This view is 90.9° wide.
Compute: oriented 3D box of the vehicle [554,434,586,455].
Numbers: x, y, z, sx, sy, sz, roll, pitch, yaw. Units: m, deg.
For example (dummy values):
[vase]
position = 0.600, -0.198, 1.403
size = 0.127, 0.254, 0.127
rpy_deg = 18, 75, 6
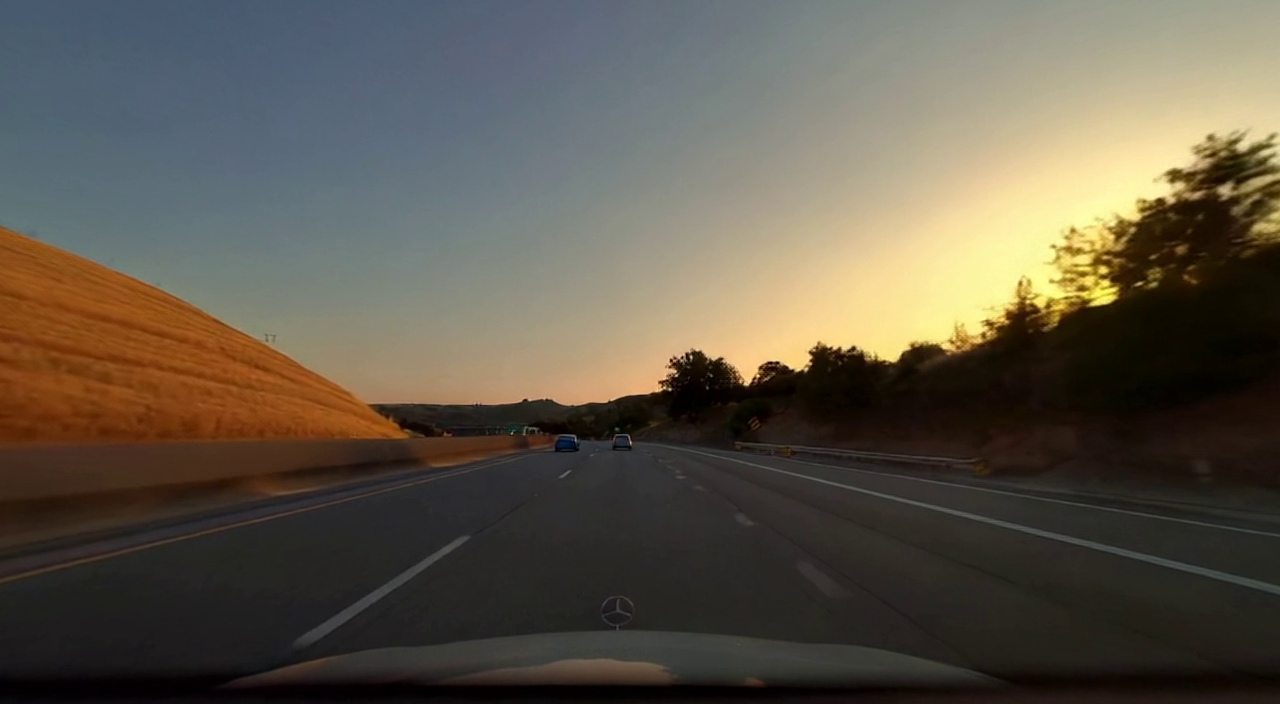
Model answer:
[vehicle]
position = -5.421, 7.158, 49.186
size = 2.141, 1.534, 5.099
rpy_deg = 0, -8, -3
